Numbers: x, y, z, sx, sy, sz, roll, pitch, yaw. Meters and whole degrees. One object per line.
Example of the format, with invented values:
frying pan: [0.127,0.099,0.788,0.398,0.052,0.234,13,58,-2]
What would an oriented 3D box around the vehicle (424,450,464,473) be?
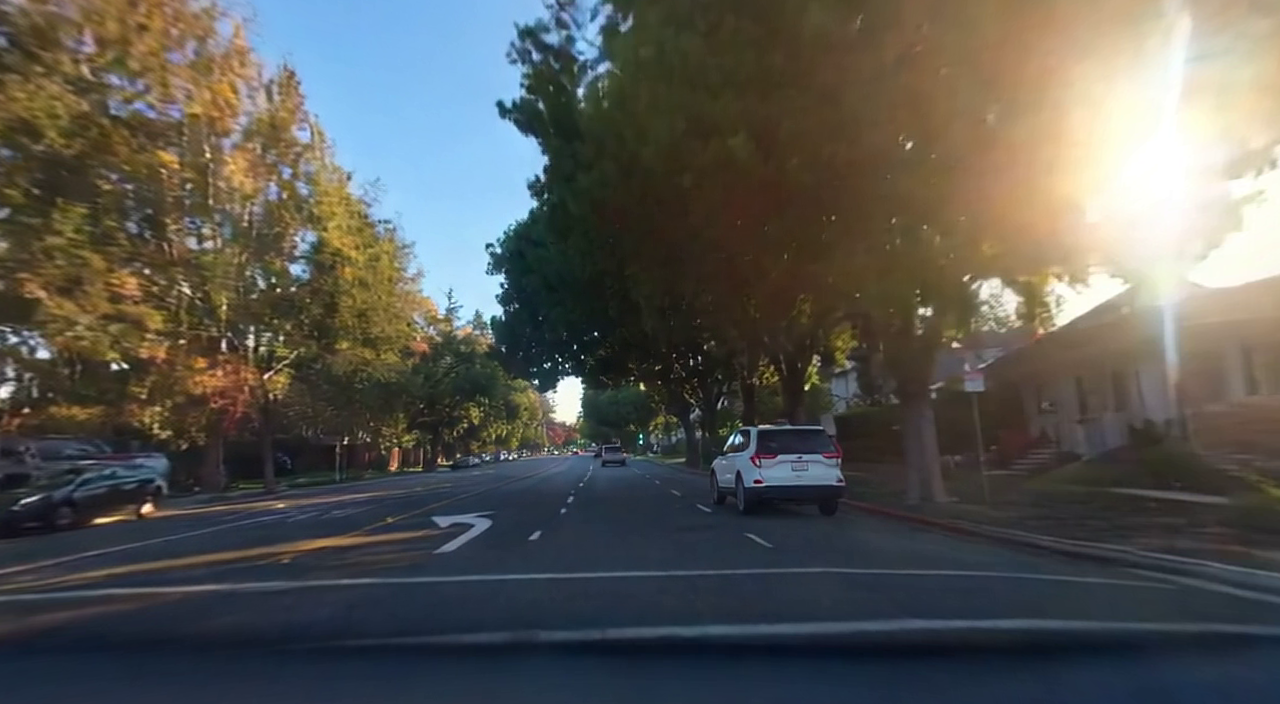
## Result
vehicle: [-14.329,7.994,46.267,1.752,1.496,4.468,-3,-9,-4]

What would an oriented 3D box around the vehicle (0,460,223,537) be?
vehicle: [-12.895,3.516,15.765,1.965,1.416,4.613,-4,-9,-3]

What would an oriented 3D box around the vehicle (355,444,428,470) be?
vehicle: [-19.558,8.285,49.816,4.928,1.962,2.048,0,-9,-6]

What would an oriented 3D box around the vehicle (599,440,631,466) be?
vehicle: [-1.797,7.021,43.981,2.138,1.729,4.178,0,-8,-4]

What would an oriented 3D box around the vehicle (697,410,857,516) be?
vehicle: [2.990,2.622,15.380,2.338,2.063,5.592,0,-8,-3]
